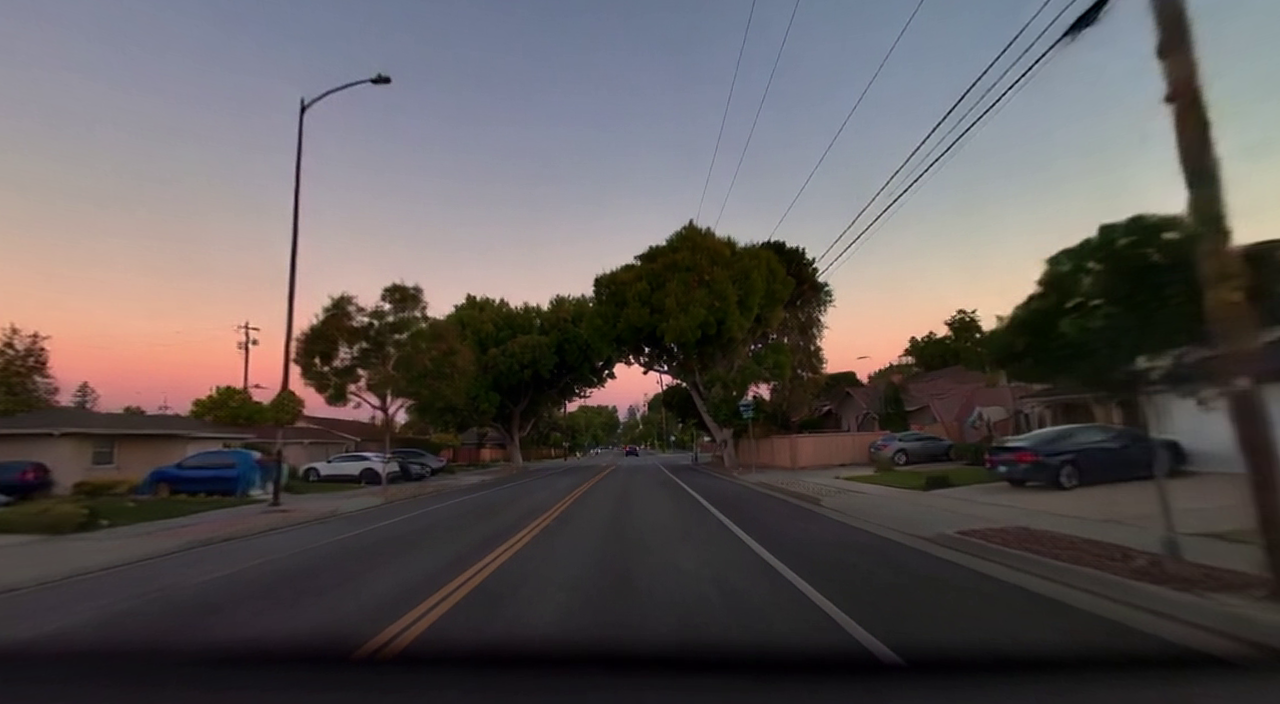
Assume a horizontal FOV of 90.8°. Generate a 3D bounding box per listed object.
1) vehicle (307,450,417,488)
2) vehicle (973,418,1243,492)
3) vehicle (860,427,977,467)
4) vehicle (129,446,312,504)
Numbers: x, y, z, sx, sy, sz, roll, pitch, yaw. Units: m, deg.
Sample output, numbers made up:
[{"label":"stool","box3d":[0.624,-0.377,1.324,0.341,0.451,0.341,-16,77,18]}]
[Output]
[{"label":"vehicle","box3d":[-12.324,5.193,28.206,3.927,1.560,2.049,0,-8,0]},{"label":"vehicle","box3d":[10.732,2.355,14.700,4.908,1.537,2.065,1,-8,-9]},{"label":"vehicle","box3d":[13.122,4.474,29.886,4.653,1.775,1.906,1,-9,-10]},{"label":"vehicle","box3d":[-12.918,3.790,19.734,4.207,1.648,1.956,1,-8,-6]}]
